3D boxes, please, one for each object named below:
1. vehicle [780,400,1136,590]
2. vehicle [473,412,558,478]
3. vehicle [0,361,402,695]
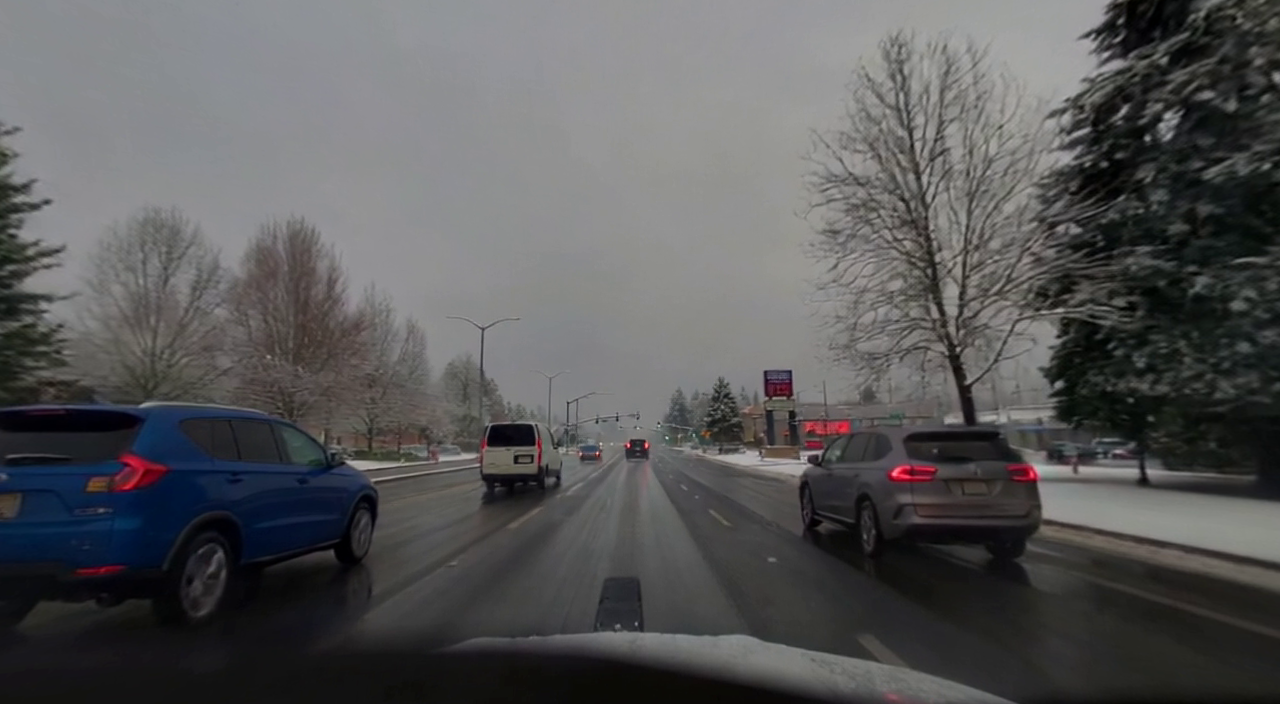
[{"bbox_3d":[3.581,1.723,8.481,2.167,1.792,4.835,0,-9,-1],"label":"vehicle"},{"bbox_3d":[-5.382,4.201,28.360,2.863,2.592,6.410,1,-9,-3],"label":"vehicle"},{"bbox_3d":[-3.968,1.234,5.528,2.038,1.748,4.303,0,-9,0],"label":"vehicle"}]
